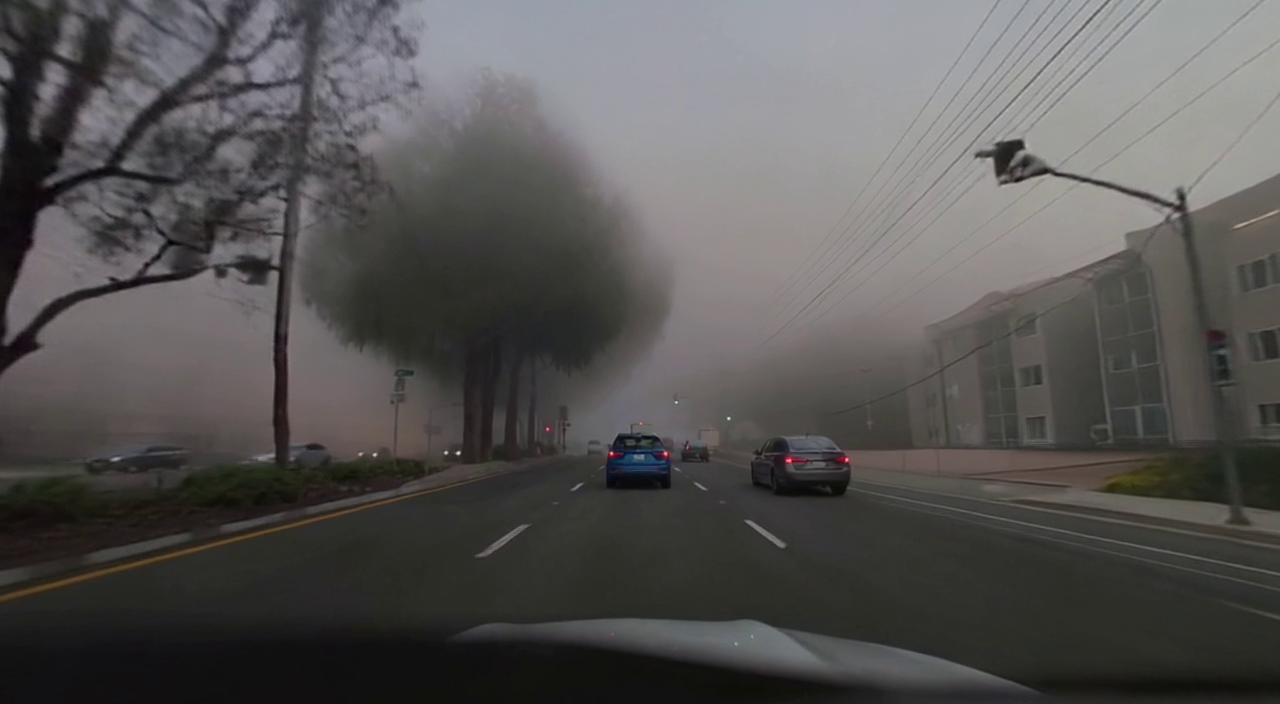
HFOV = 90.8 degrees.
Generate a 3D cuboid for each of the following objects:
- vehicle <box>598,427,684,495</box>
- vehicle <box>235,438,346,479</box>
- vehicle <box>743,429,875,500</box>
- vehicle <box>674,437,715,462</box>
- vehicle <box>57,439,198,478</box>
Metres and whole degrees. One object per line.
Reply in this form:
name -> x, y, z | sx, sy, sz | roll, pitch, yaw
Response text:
vehicle -> -0.015, 2.900, 17.153 | 2.073, 1.606, 3.933 | 0, -8, -1
vehicle -> -13.837, 4.210, 25.375 | 2.031, 1.490, 4.284 | 0, -8, 0
vehicle -> 4.069, 2.782, 16.075 | 2.086, 1.534, 4.351 | 0, -8, -1
vehicle -> 3.368, 6.157, 39.924 | 2.054, 1.461, 4.321 | 0, -8, -2
vehicle -> -21.610, 4.483, 26.947 | 2.026, 1.496, 4.680 | 0, -8, 1
